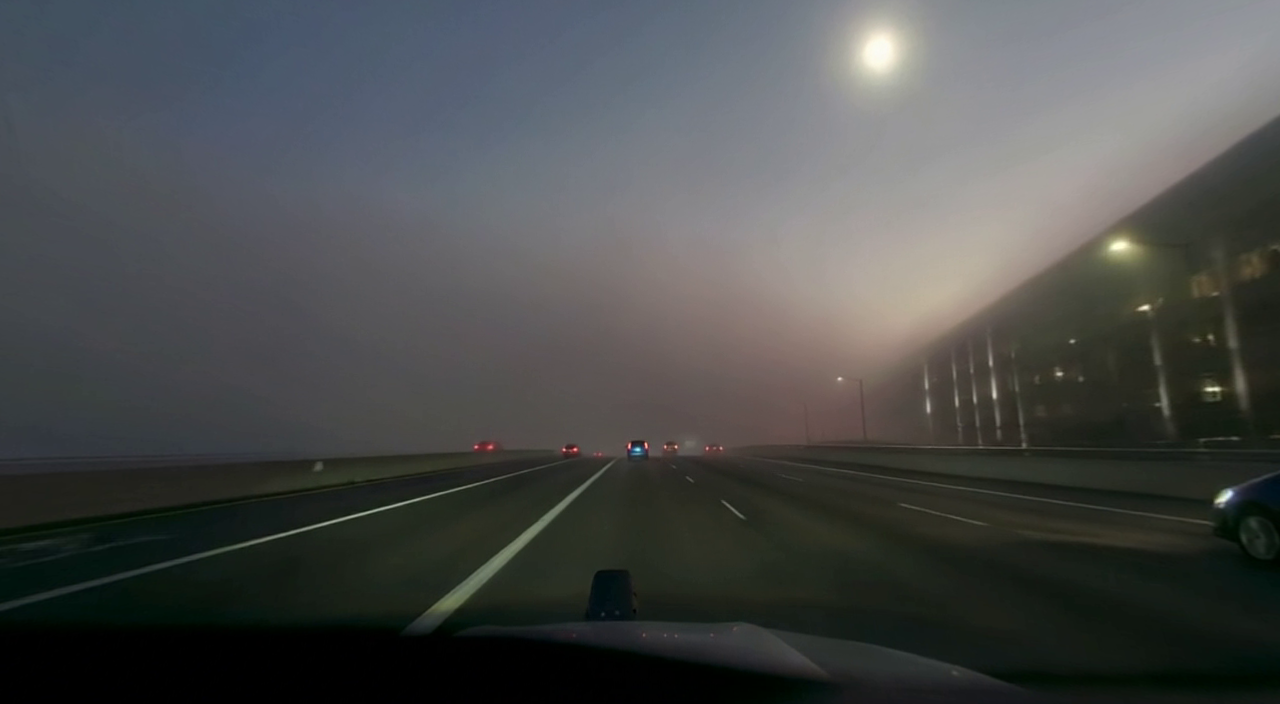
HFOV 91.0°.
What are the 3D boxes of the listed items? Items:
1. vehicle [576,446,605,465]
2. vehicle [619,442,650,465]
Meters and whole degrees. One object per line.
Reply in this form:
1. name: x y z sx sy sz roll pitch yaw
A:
1. vehicle: -3.670 7.693 47.069 1.825 1.347 3.773 0 -8 0
2. vehicle: -0.349 7.039 43.920 2.036 1.542 3.891 0 -8 0
